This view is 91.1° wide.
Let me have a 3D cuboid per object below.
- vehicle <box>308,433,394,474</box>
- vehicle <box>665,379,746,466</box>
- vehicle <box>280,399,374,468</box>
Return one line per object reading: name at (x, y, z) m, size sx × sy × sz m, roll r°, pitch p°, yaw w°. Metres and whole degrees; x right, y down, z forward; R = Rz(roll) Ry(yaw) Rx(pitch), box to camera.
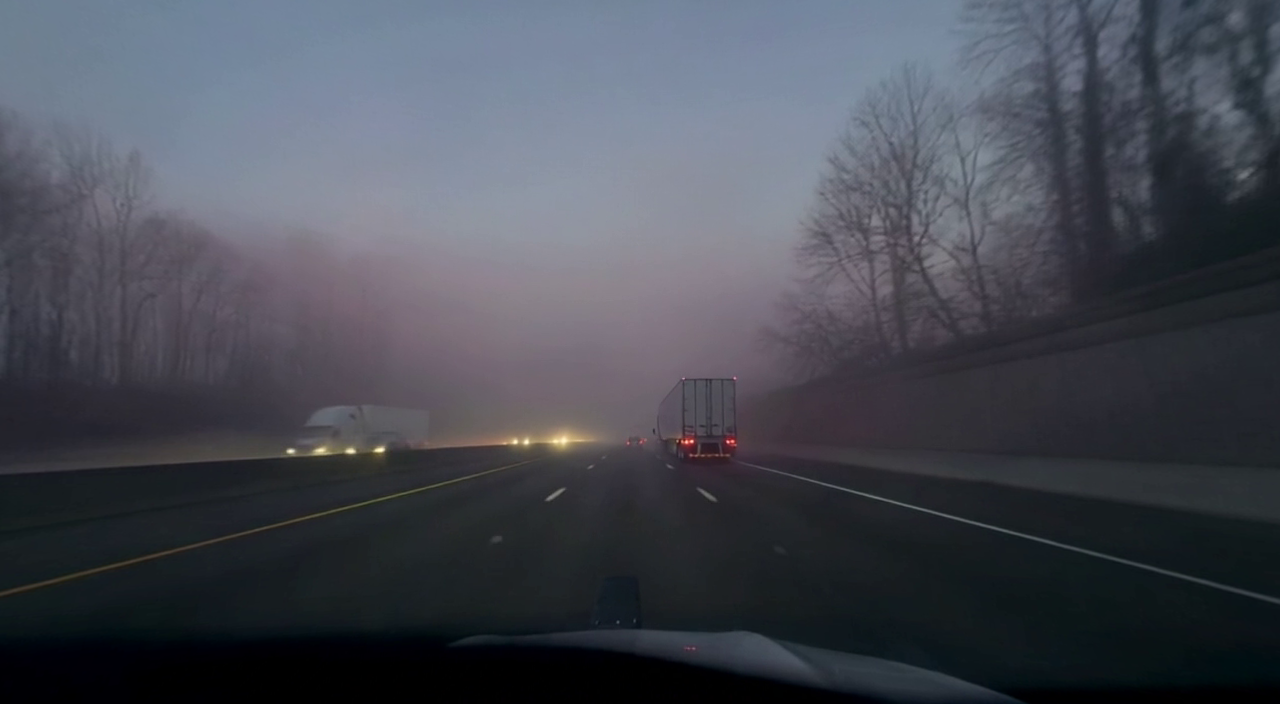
vehicle at (-12.140, 4.270, 26.726) m, size 1.825 × 1.547 × 3.994 m, roll -1°, pitch -8°, yaw -1°
vehicle at (3.428, 4.352, 37.841) m, size 2.979 × 4.161 × 15.508 m, roll 1°, pitch -7°, yaw -1°
vehicle at (-20.264, 5.331, 41.129) m, size 2.877 × 4.178 × 5.690 m, roll 0°, pitch -7°, yaw 3°
